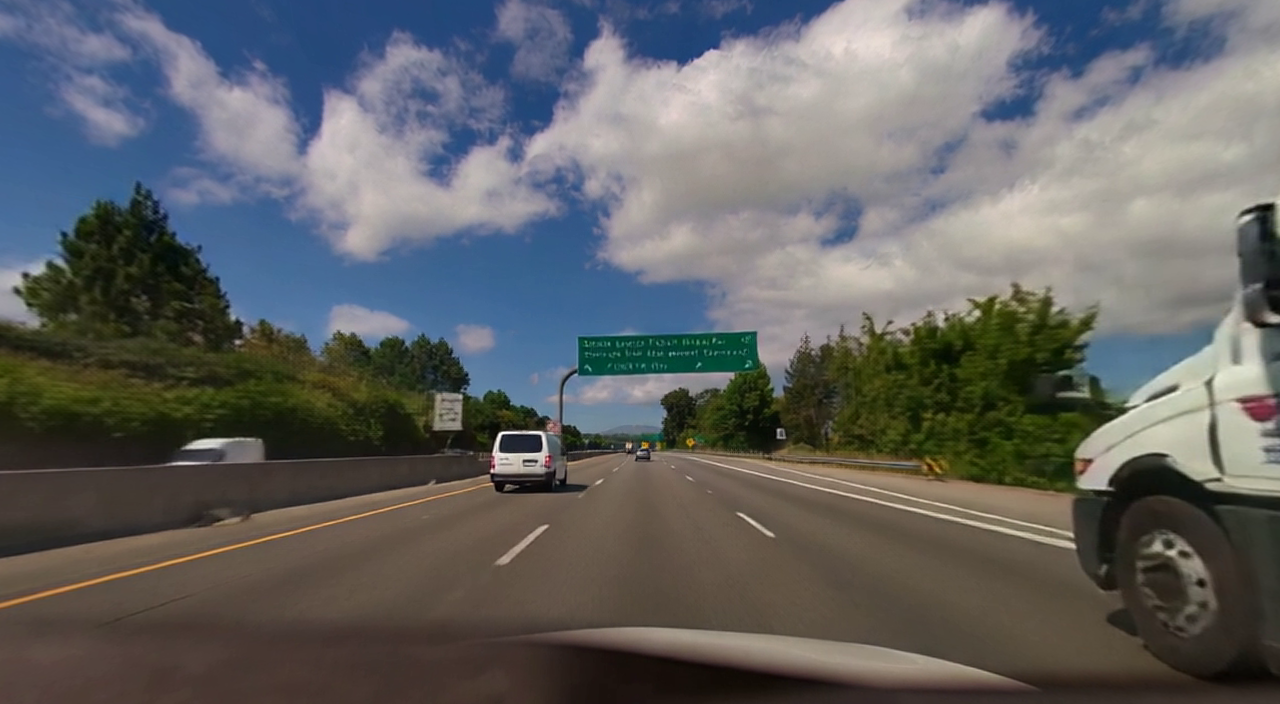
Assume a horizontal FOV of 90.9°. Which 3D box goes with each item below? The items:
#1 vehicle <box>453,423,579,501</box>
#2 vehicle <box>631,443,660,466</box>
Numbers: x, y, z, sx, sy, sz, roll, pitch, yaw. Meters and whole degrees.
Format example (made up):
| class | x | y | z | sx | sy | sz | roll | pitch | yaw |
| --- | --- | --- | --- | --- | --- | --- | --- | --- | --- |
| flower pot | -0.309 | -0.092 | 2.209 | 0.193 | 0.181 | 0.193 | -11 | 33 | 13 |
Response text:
| class | x | y | z | sx | sy | sz | roll | pitch | yaw |
| --- | --- | --- | --- | --- | --- | --- | --- | --- | --- |
| vehicle | -3.377 | 3.196 | 18.686 | 2.572 | 1.927 | 5.803 | 0 | -9 | 0 |
| vehicle | 0.380 | 7.775 | 47.944 | 2.067 | 1.690 | 3.901 | 0 | -9 | 0 |
